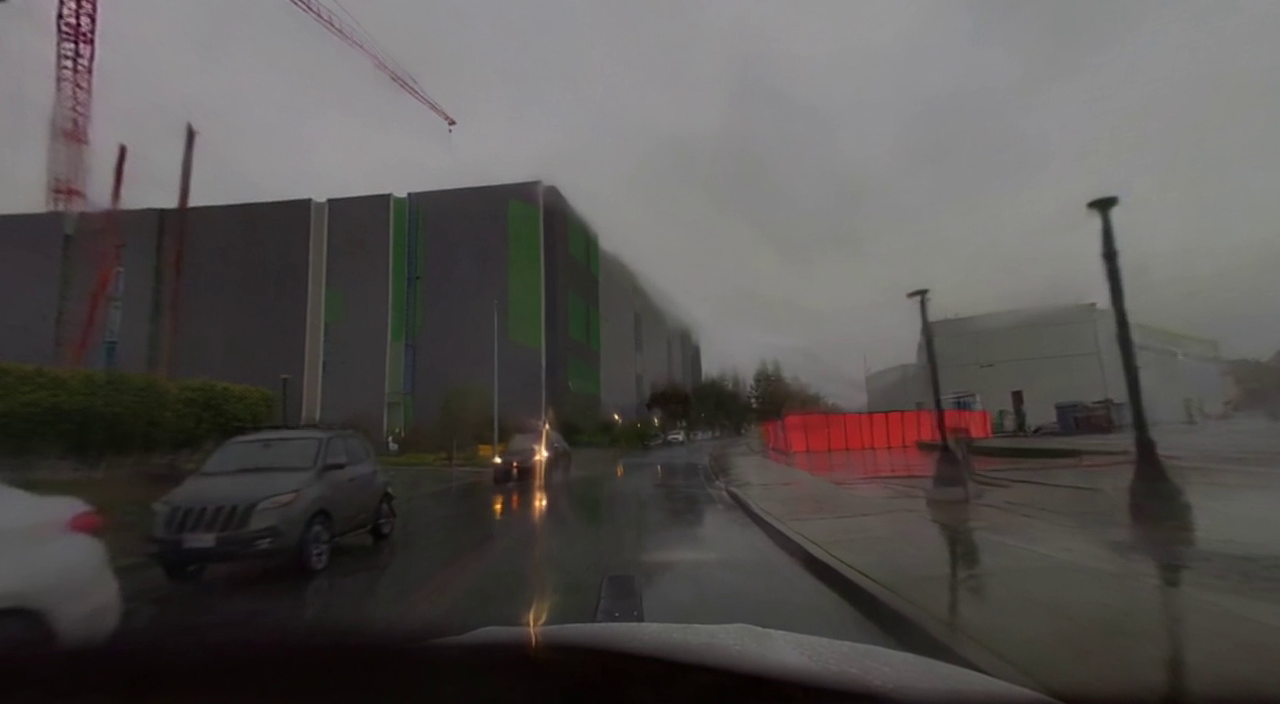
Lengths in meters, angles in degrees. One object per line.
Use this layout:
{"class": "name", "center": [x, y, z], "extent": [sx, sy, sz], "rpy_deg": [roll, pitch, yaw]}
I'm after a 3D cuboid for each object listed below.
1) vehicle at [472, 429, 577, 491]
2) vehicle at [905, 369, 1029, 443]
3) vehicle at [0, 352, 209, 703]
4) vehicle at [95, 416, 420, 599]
{"class": "vehicle", "center": [-3.351, 3.208, 19.243], "extent": [1.967, 1.646, 4.192], "rpy_deg": [-1, -8, 7]}
{"class": "vehicle", "center": [19.280, 3.498, 38.114], "extent": [3.031, 3.863, 9.734], "rpy_deg": [-1, -8, 5]}
{"class": "vehicle", "center": [-3.466, 0.726, 1.459], "extent": [2.026, 1.699, 4.224], "rpy_deg": [0, -8, -2]}
{"class": "vehicle", "center": [-3.937, 1.575, 7.114], "extent": [1.736, 1.610, 2.874], "rpy_deg": [0, -8, 3]}
